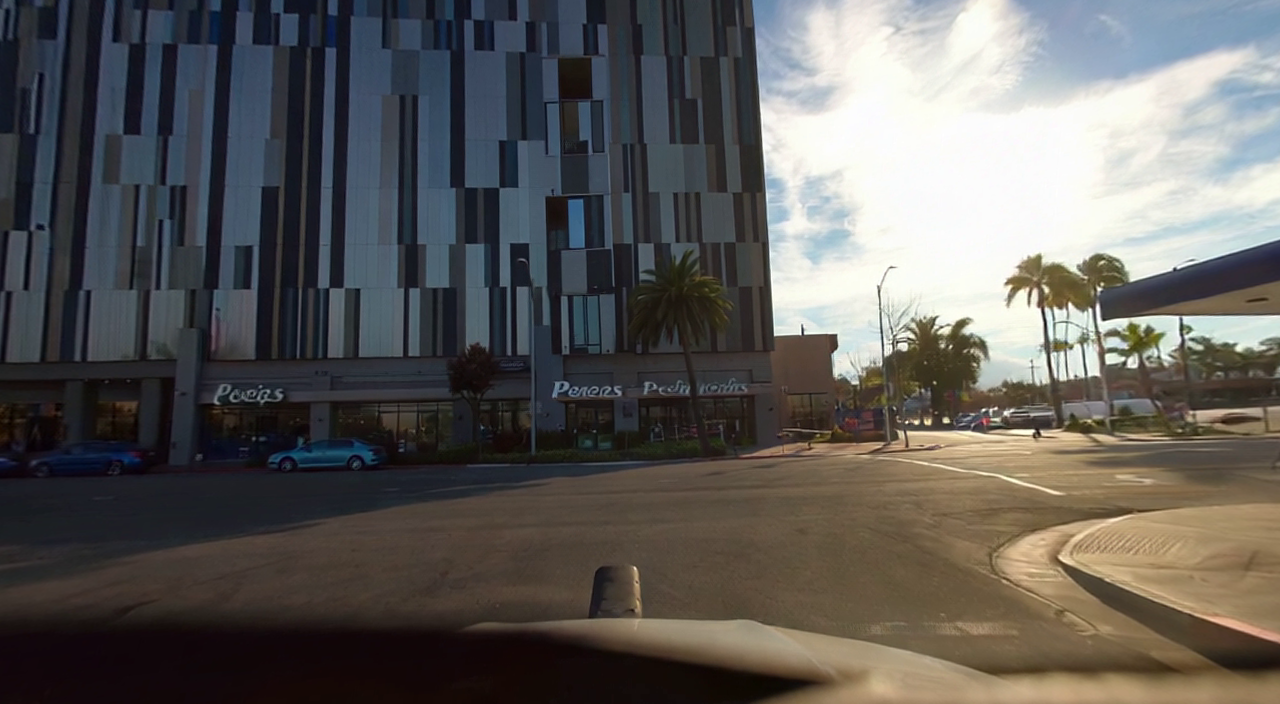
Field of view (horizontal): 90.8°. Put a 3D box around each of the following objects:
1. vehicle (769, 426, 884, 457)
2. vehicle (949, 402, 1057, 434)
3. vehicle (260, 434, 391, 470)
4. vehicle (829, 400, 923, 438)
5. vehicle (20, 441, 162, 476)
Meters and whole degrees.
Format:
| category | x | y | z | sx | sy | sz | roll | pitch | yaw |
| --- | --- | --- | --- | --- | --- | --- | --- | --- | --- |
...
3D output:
| category | x | y | z | sx | sy | sz | roll | pitch | yaw |
| --- | --- | --- | --- | --- | --- | --- | --- | --- | --- |
| vehicle | 8.623 | 4.180 | 29.460 | 4.782 | 1.371 | 1.763 | 1 | -9 | -5 |
| vehicle | 28.555 | 5.213 | 49.859 | 7.026 | 2.329 | 2.545 | 1 | -6 | -4 |
| vehicle | -13.933 | 4.447 | 28.148 | 4.857 | 1.497 | 1.811 | 0 | -9 | 2 |
| vehicle | 16.085 | 4.602 | 43.292 | 5.524 | 2.504 | 2.196 | 0 | -9 | -3 |
| vehicle | -23.614 | 4.587 | 27.293 | 4.321 | 1.430 | 1.775 | 0 | -9 | -2 |
